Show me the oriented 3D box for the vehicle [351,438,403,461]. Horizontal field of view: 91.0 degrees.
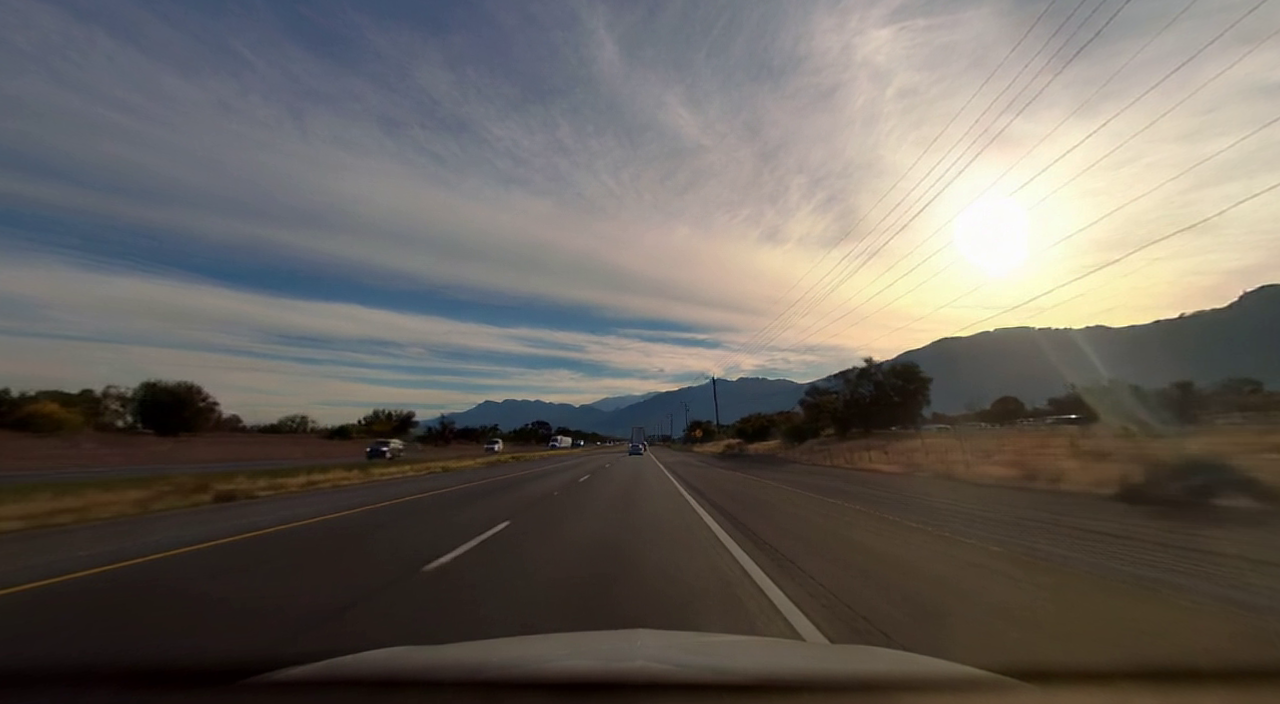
[{"bbox_3d":[-20.769,7.738,49.896,1.999,1.691,4.714,0,-8,2],"label":"vehicle"}]
